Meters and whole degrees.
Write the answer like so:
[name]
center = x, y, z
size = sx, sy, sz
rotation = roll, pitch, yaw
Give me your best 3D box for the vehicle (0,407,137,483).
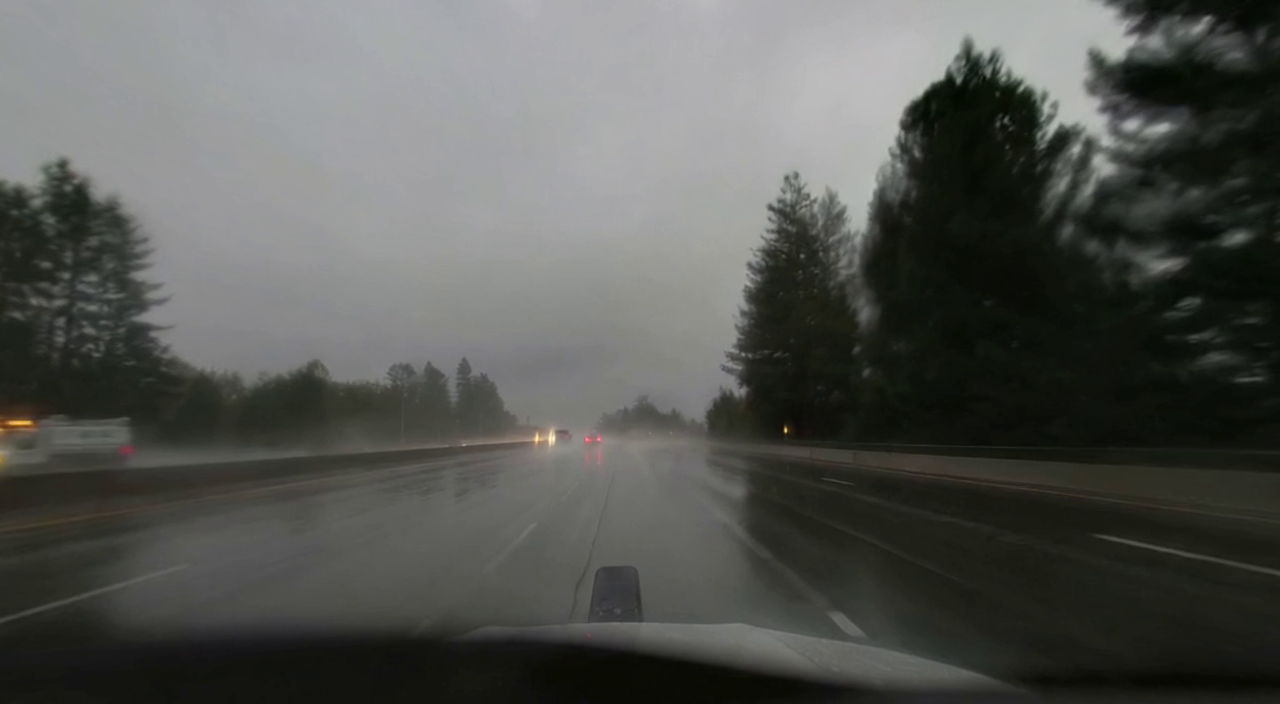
[vehicle]
center = -22.250, 3.327, 22.638
size = 2.288, 2.483, 7.399
rotation = 0, -8, -1
